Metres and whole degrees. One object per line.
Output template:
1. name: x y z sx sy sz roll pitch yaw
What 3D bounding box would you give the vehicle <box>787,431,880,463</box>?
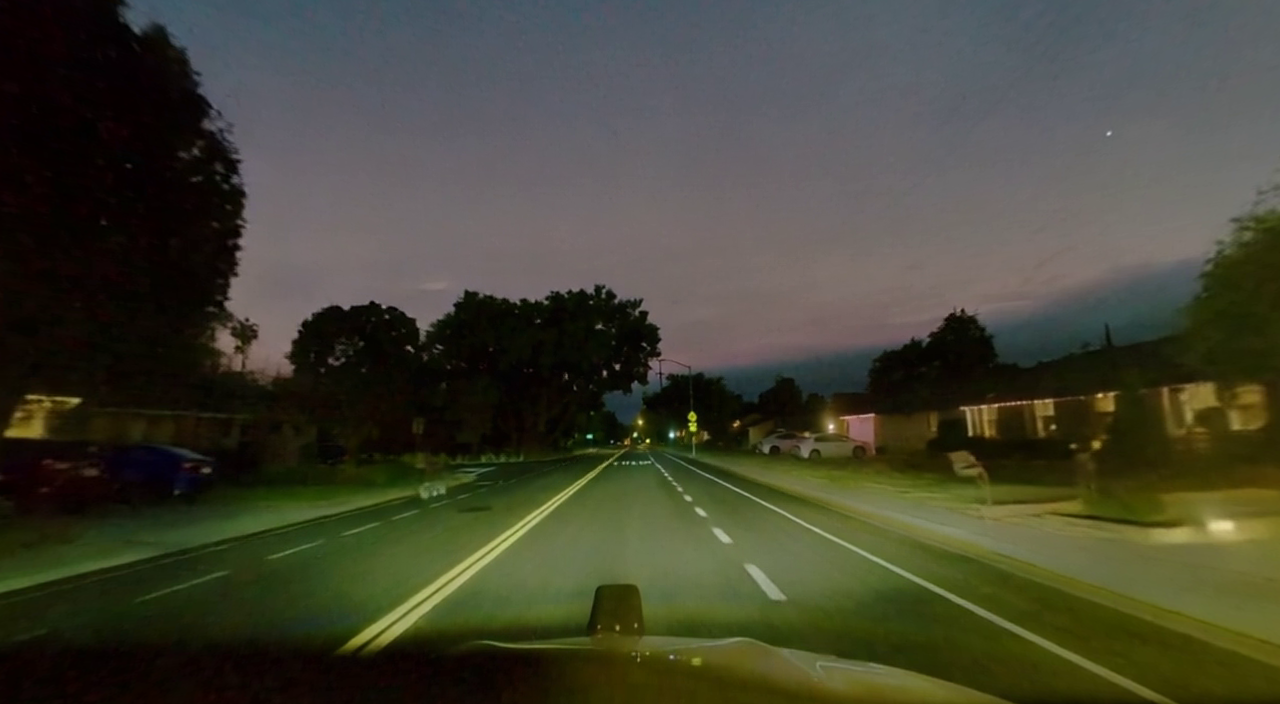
1. vehicle: 10.880 5.362 35.757 4.493 1.493 1.926 -3 -8 -4

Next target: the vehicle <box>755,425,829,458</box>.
1. vehicle: 10.685 6.324 44.685 4.459 1.696 2.361 -7 -8 -2

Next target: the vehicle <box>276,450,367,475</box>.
1. vehicle: -18.976 6.600 37.780 4.440 1.445 1.919 -1 -8 5

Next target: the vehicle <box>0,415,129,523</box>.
1. vehicle: -12.760 2.144 11.837 4.549 1.802 2.081 0 -8 2
